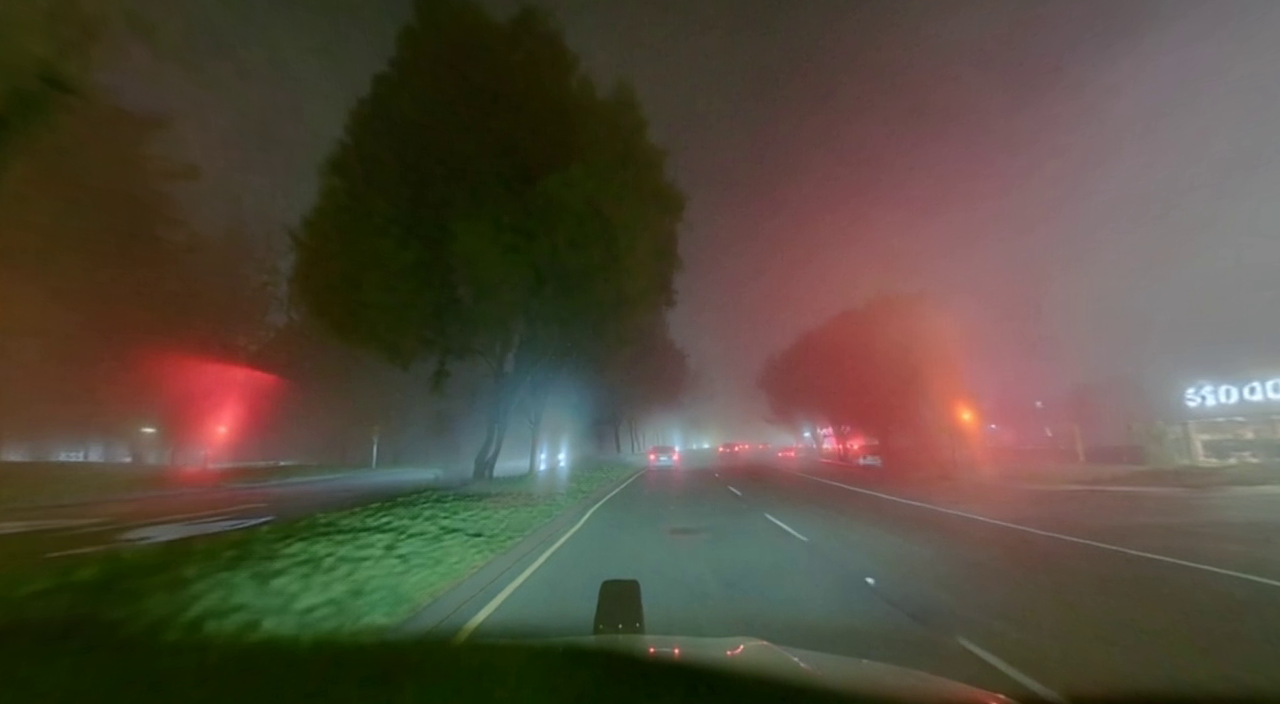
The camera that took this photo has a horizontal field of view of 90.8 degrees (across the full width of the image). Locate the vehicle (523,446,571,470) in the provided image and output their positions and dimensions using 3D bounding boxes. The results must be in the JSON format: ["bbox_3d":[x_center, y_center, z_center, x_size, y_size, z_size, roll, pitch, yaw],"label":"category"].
[{"bbox_3d":[-6.090,7.008,42.049,2.063,1.483,4.751,-1,-8,5],"label":"vehicle"}]

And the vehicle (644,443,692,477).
[{"bbox_3d":[1.395,5.084,29.953,2.095,1.456,3.873,-1,-8,5],"label":"vehicle"}]
